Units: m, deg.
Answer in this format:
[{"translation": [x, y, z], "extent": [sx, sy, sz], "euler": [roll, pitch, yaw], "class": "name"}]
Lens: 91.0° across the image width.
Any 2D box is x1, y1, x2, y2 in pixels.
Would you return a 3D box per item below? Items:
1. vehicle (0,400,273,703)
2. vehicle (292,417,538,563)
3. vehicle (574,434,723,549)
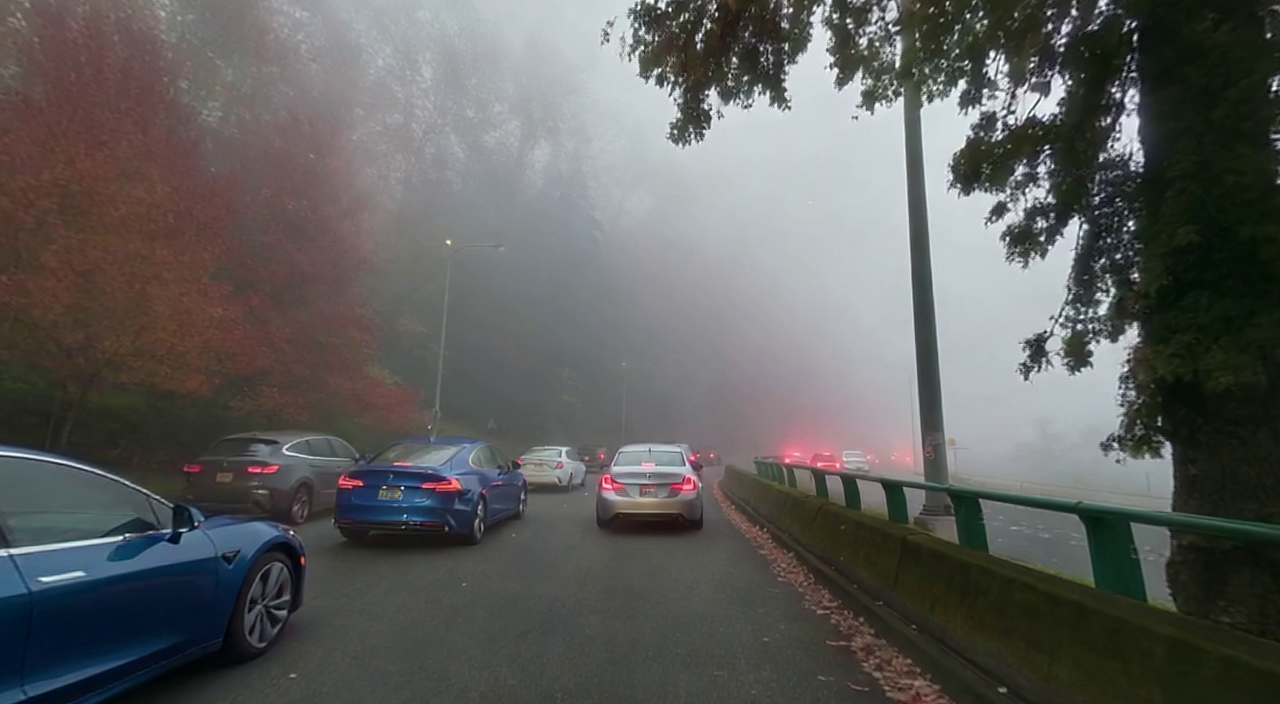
[{"translation": [-3.496, 0.876, 2.068], "extent": [1.921, 1.503, 4.317], "euler": [0, -9, 1], "class": "vehicle"}, {"translation": [-2.997, 1.950, 9.645], "extent": [1.979, 1.663, 4.513], "euler": [0, -9, 2], "class": "vehicle"}, {"translation": [0.201, 2.218, 10.721], "extent": [2.015, 1.506, 4.276], "euler": [0, -9, 2], "class": "vehicle"}]
